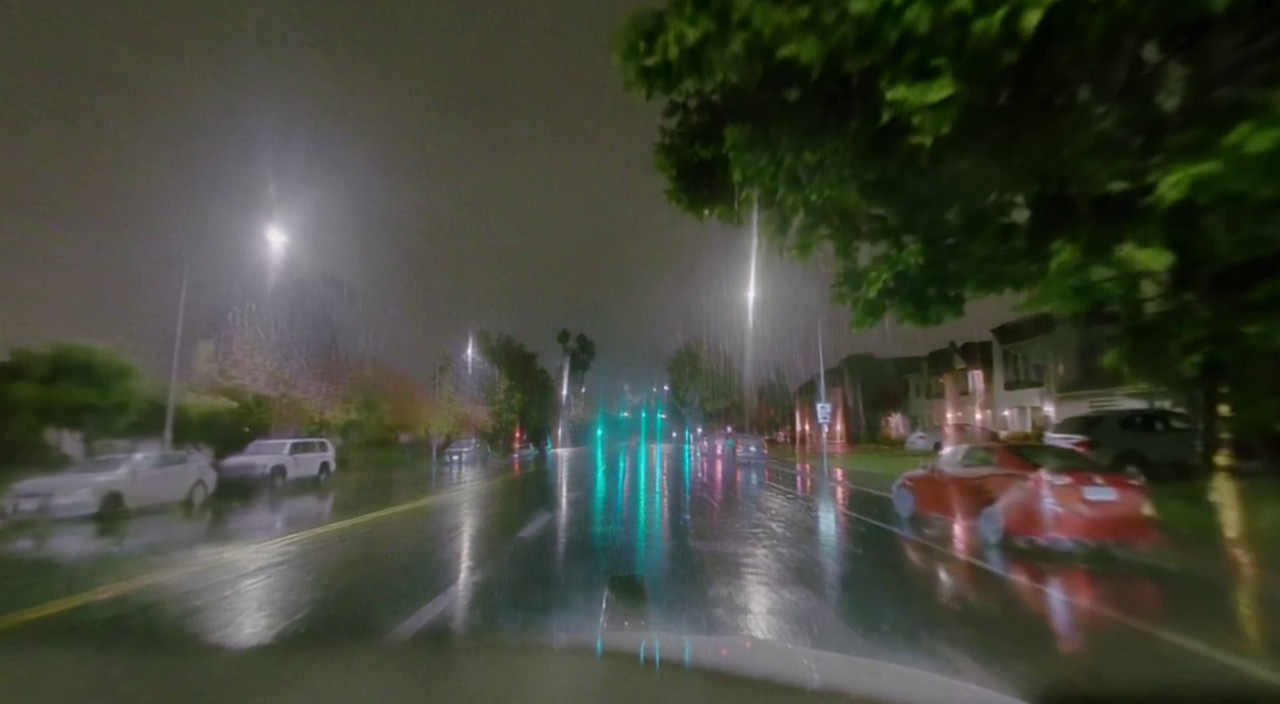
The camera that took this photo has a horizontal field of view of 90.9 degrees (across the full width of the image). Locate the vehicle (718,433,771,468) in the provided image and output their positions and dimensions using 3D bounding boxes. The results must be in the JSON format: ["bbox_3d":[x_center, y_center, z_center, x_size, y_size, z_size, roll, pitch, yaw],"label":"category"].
[{"bbox_3d":[5.253,5.005,32.316,1.885,1.603,5.235,0,-8,1],"label":"vehicle"}]

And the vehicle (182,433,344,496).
[{"bbox_3d":[-11.967,3.587,20.524,2.228,1.766,4.770,0,-8,1],"label":"vehicle"}]

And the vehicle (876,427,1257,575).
[{"bbox_3d":[5.079,1.834,8.452,2.059,1.449,4.168,0,-9,-2],"label":"vehicle"}]

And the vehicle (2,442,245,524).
[{"bbox_3d":[-12.008,3.006,15.215,1.940,1.496,4.654,-2,-7,0],"label":"vehicle"}]

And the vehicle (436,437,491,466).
[{"bbox_3d":[-11.469,6.482,41.203,2.054,1.704,4.710,-3,-8,2],"label":"vehicle"}]
